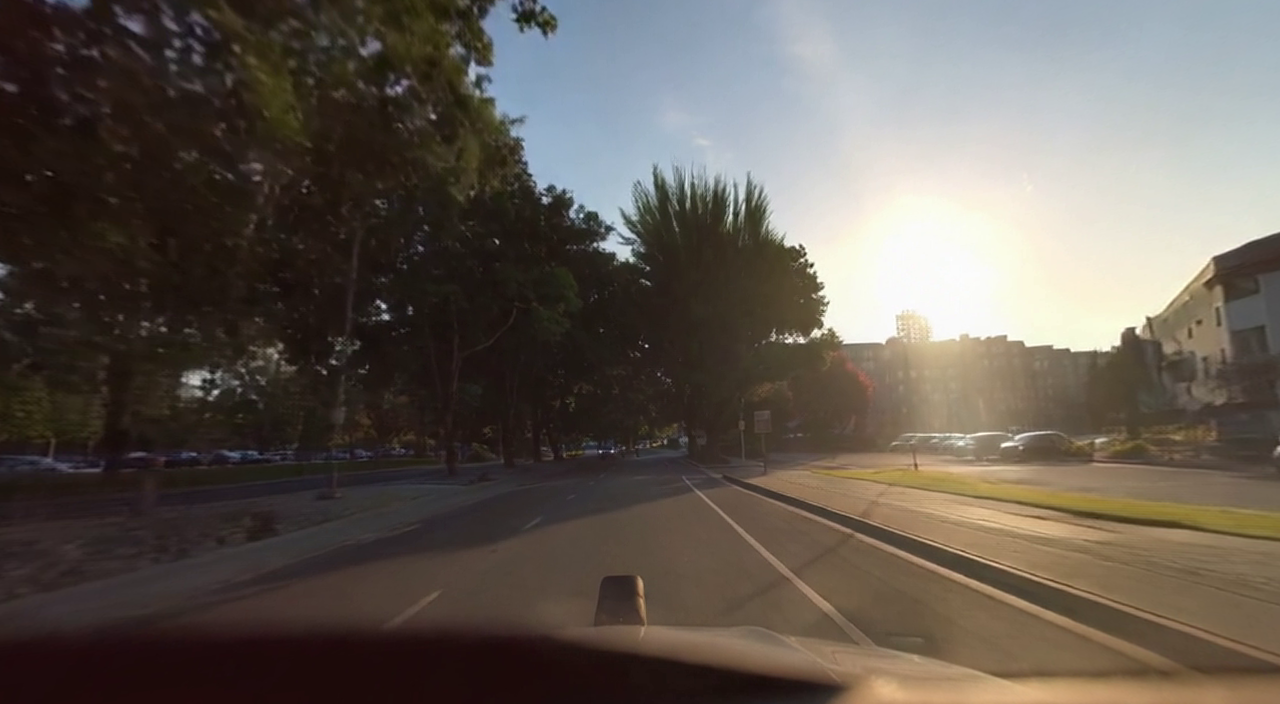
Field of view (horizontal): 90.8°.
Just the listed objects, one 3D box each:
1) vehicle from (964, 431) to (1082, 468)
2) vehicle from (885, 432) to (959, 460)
[{"bbox_3d":[17.541,4.476,29.059,4.134,1.580,1.952,0,-9,-3],"label":"vehicle"},{"bbox_3d":[21.584,7.223,48.501,4.593,1.776,2.094,-5,-9,1],"label":"vehicle"}]
